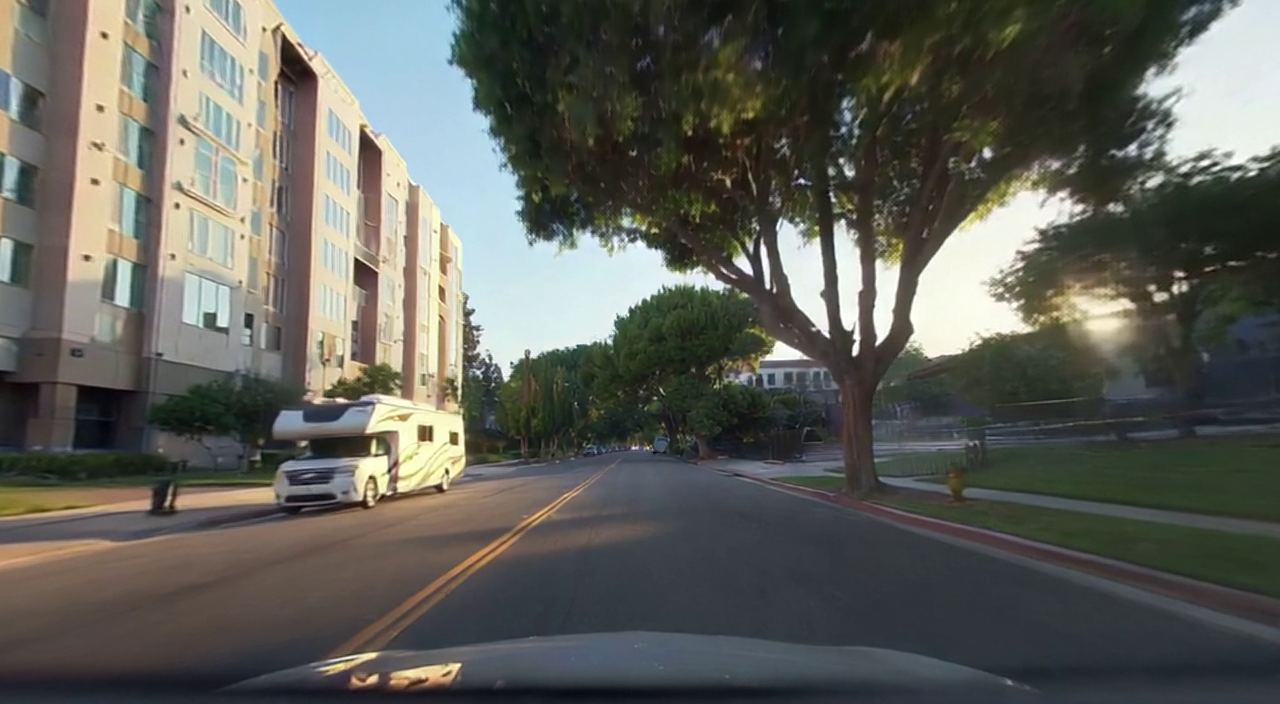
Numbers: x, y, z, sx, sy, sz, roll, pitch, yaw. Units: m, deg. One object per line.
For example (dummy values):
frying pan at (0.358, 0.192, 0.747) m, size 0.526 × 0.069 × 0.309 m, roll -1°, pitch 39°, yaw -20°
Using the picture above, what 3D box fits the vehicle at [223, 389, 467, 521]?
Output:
vehicle at (-7.349, 2.748, 17.425) m, size 3.108 × 2.771 × 7.999 m, roll 0°, pitch -8°, yaw -2°
